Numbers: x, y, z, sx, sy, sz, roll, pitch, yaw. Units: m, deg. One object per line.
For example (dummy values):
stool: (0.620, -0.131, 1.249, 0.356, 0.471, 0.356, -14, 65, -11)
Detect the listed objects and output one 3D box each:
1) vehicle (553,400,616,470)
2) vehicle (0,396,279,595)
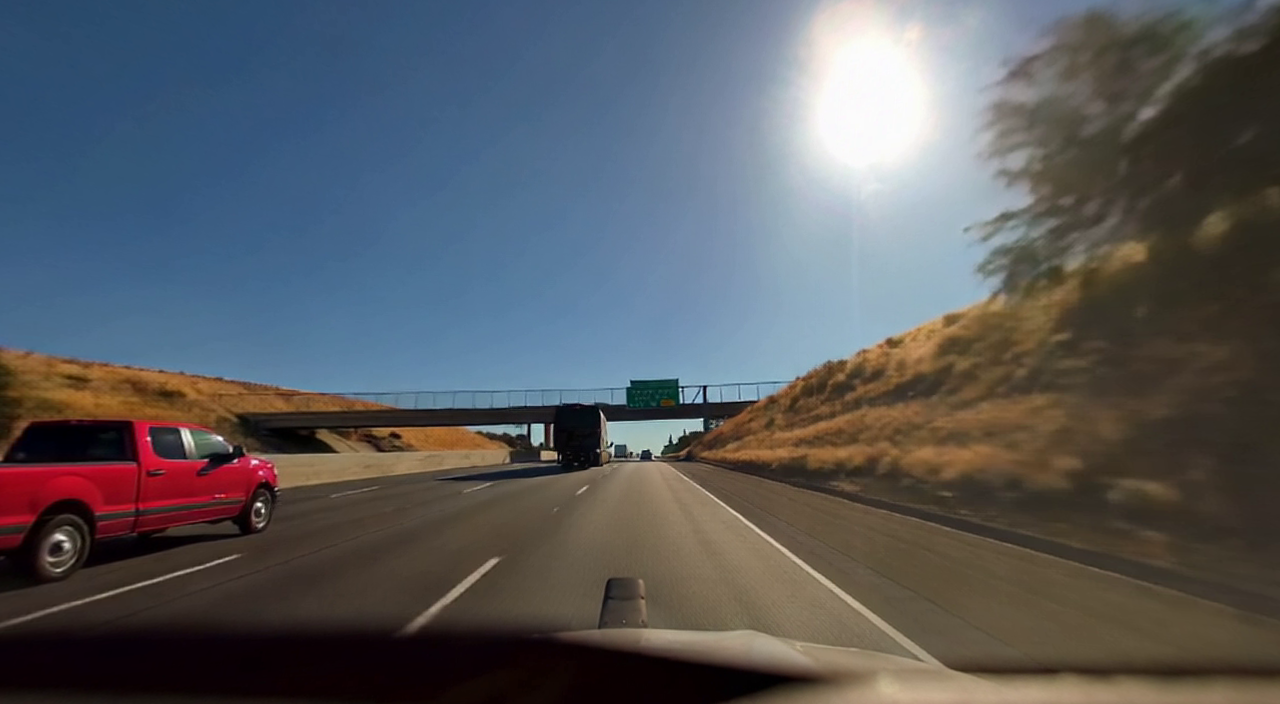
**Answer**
vehicle: (-3.565, 5.982, 44.683, 2.893, 4.073, 15.281, 0, -8, 1)
vehicle: (-7.145, 1.628, 7.857, 2.175, 1.860, 5.236, 0, -8, 0)
